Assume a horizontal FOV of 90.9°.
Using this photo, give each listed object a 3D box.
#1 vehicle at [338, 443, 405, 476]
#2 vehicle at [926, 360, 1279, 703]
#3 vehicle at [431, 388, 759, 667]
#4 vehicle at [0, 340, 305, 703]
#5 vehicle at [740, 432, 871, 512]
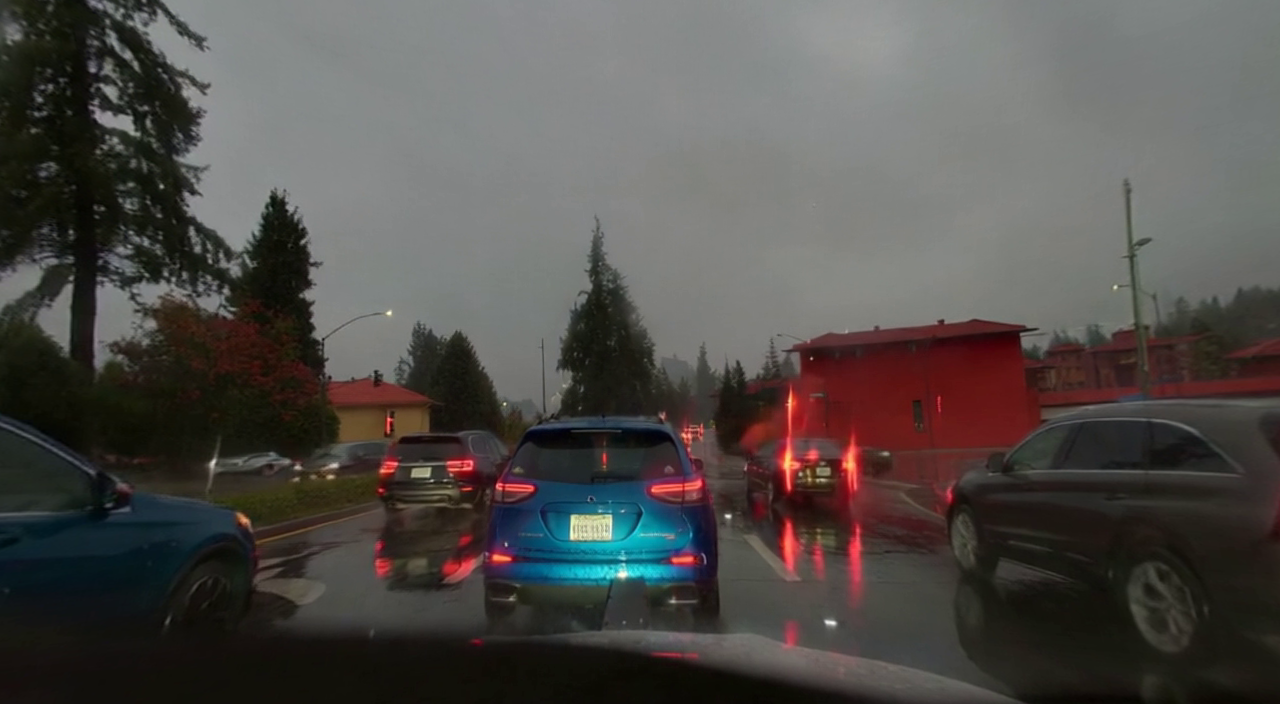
[{"bbox_3d":[-15.362,6.134,36.282,1.949,1.744,4.109,0,-8,1],"label":"vehicle"},{"bbox_3d":[4.196,1.220,4.996,2.014,1.740,4.515,-1,-8,4],"label":"vehicle"},{"bbox_3d":[-0.193,1.378,6.018,2.022,1.700,4.084,0,-8,3],"label":"vehicle"},{"bbox_3d":[-3.467,0.803,2.220,2.047,1.741,4.470,0,-8,1],"label":"vehicle"},{"bbox_3d":[3.586,2.662,14.466,1.847,1.554,3.885,0,-8,-2],"label":"vehicle"}]
